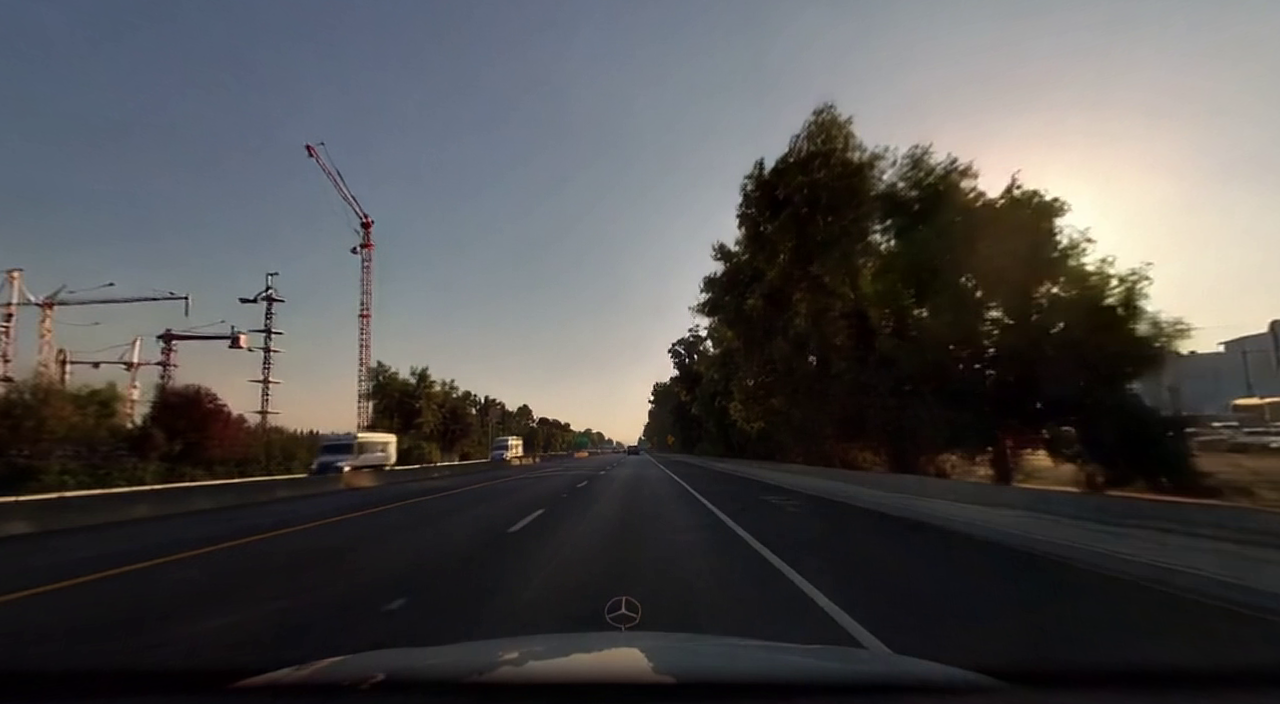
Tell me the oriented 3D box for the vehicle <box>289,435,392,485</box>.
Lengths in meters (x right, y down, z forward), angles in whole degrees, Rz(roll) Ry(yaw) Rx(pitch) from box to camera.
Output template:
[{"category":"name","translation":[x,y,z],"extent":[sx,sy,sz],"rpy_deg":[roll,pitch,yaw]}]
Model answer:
[{"category":"vehicle","translation":[-16.491,5.959,35.289],"extent":[2.538,2.507,6.224],"rpy_deg":[0,-9,2]}]
